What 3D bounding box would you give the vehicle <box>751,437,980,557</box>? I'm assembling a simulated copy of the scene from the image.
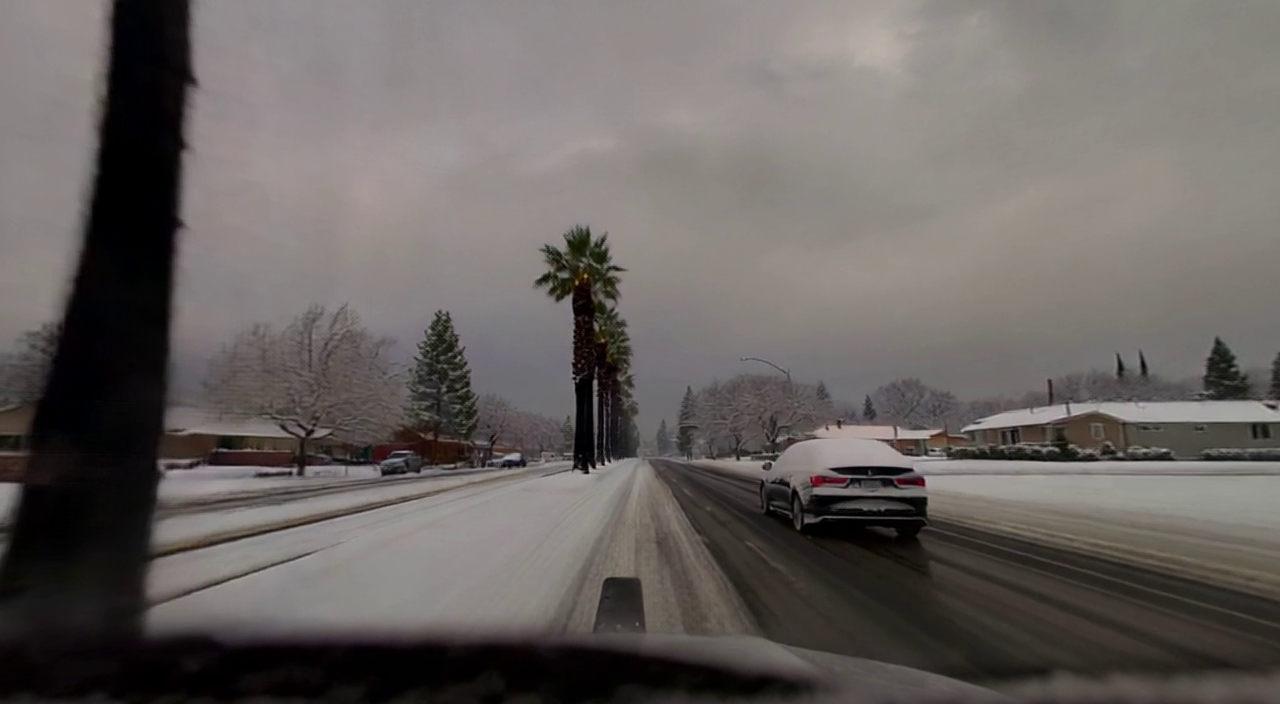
[{"bbox_3d":[3.262,2.198,10.371,1.989,1.492,4.689,0,-9,-1],"label":"vehicle"}]
